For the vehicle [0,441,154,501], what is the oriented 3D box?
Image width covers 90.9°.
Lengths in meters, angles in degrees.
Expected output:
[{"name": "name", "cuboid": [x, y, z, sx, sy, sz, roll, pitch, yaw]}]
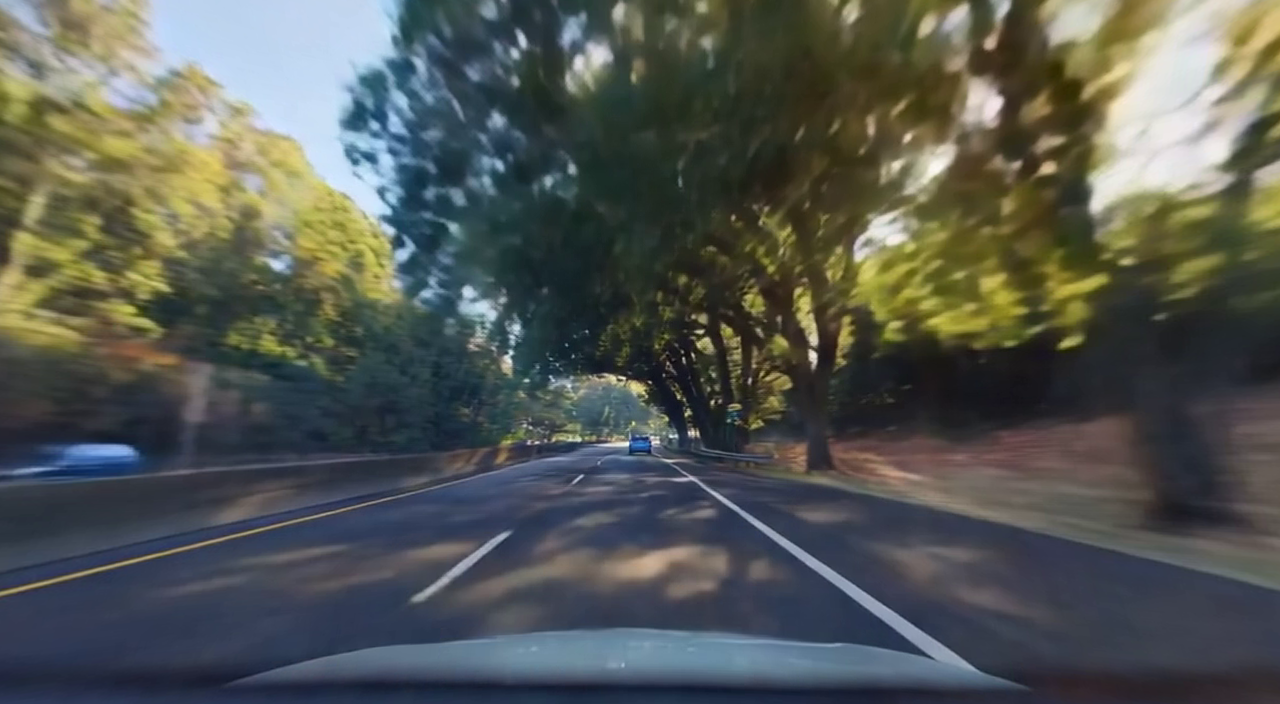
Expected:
[{"name": "vehicle", "cuboid": [-16.710, 3.315, 18.103, 2.045, 1.467, 4.296, 0, -8, 0]}]

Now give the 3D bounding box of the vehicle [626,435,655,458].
[{"name": "vehicle", "cuboid": [-0.031, 7.123, 47.804, 2.094, 1.653, 4.283, 0, -8, -2]}]
